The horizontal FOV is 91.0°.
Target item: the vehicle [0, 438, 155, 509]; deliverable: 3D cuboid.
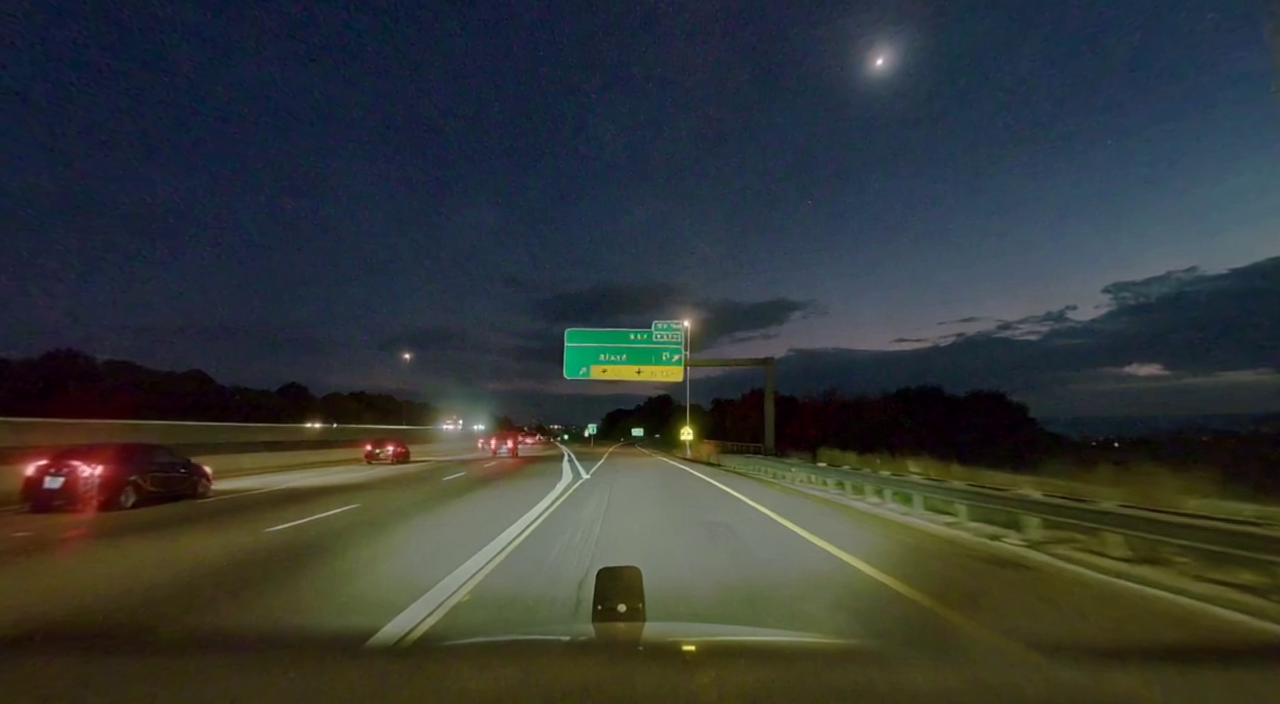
[{"bbox_3d":[-16.311,3.339,17.726,2.093,1.735,4.285,1,-9,-5],"label":"vehicle"}]
